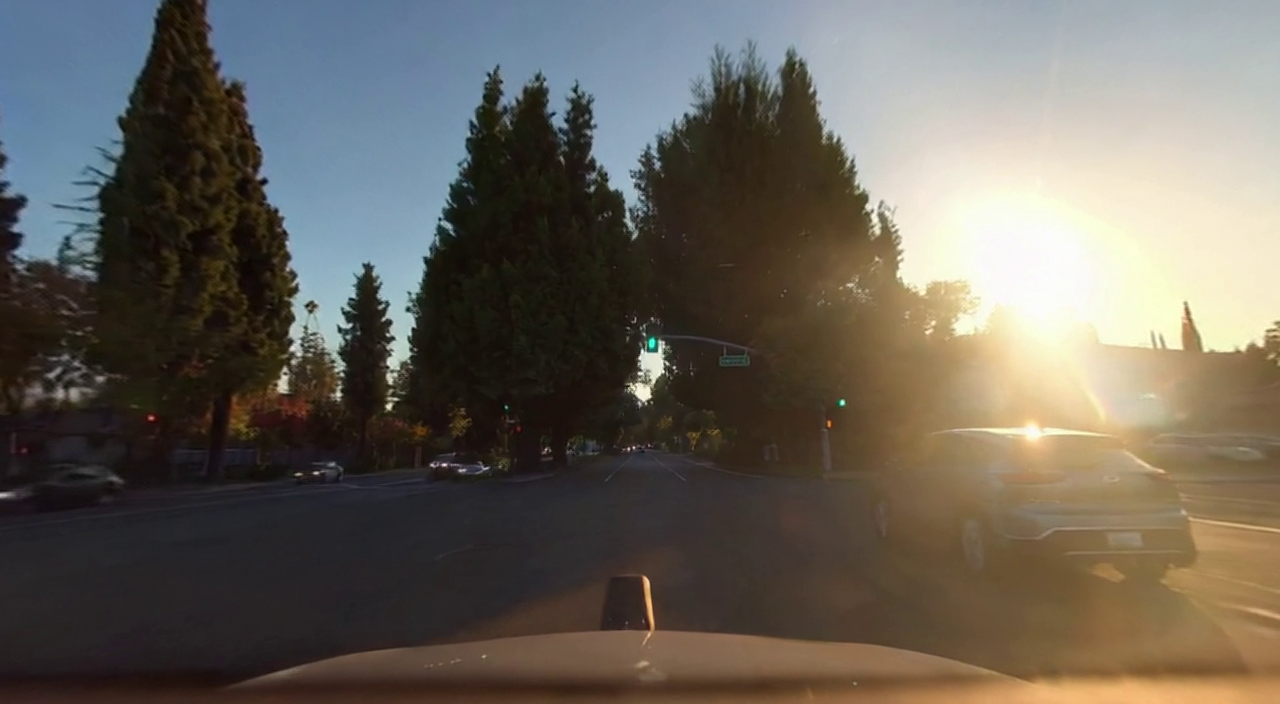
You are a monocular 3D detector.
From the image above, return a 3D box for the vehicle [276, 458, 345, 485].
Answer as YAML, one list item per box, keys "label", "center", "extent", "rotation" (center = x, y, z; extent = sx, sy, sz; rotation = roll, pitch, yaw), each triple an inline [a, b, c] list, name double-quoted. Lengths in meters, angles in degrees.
- label: "vehicle"
  center: [-20.741, 7.514, 39.902]
  extent: [1.844, 1.494, 4.706]
  rotation: [0, -9, 0]

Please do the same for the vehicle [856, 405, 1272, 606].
- label: "vehicle"
  center: [4.029, 1.509, 6.914]
  extent: [2.018, 1.591, 3.564]
  rotation: [0, -9, 0]

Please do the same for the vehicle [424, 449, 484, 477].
- label: "vehicle"
  center: [-10.305, 6.160, 35.275]
  extent: [2.029, 1.453, 4.188]
  rotation: [-1, -9, 1]
